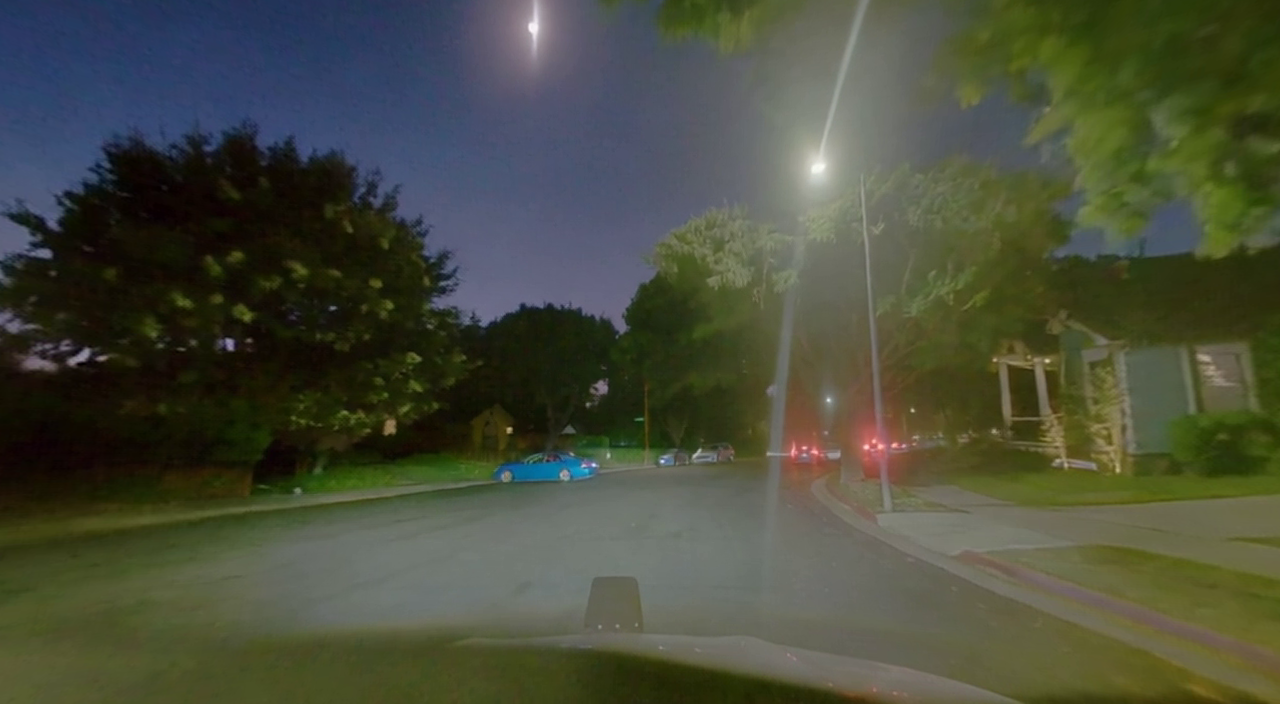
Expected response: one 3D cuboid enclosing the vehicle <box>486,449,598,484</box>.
[{"bbox_3d":[-4.391,5.143,28.634,4.653,1.480,1.871,-2,-9,13],"label":"vehicle"}]
